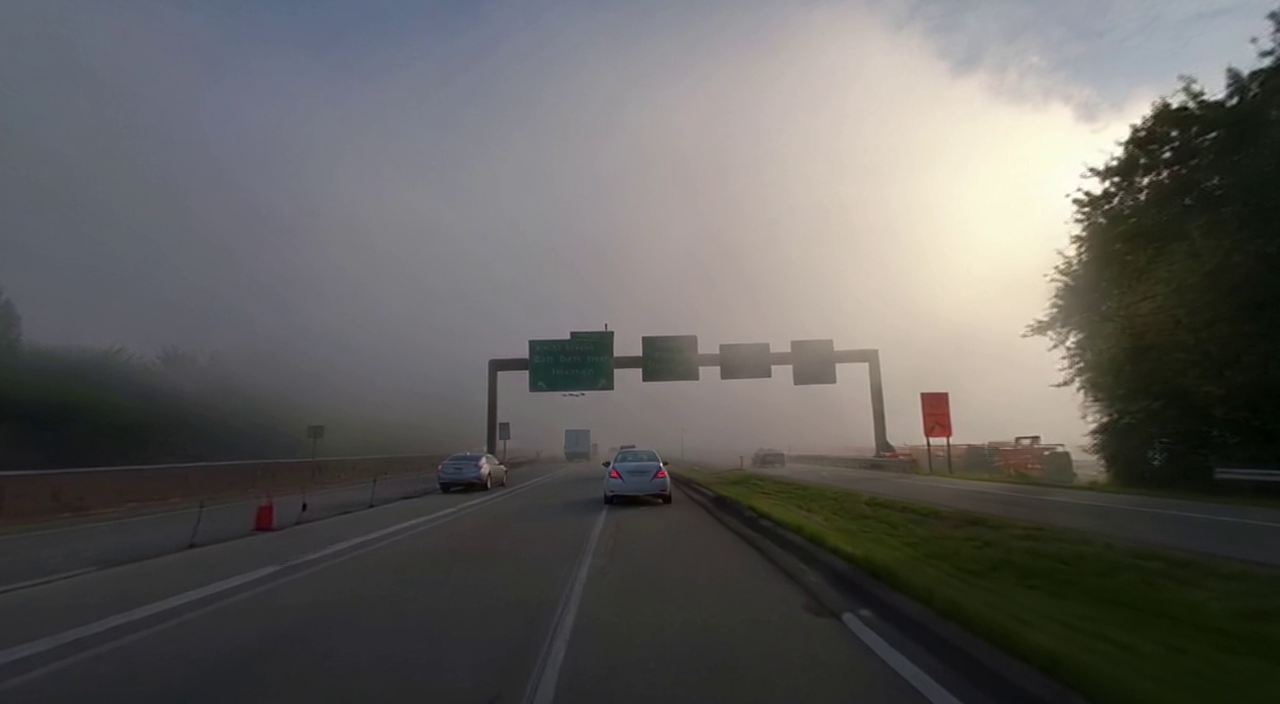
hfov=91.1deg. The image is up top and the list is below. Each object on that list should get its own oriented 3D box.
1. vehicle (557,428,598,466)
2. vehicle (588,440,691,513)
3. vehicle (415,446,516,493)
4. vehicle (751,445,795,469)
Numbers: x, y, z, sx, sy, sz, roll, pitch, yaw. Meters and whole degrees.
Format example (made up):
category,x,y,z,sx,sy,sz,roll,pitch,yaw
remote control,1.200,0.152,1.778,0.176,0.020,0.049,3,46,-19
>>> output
category,x,y,z,sx,sy,sz,roll,pitch,yaw
vehicle,-4.511,7.048,46.573,2.326,2.645,6.249,0,-9,1
vehicle,-0.050,2.807,14.614,2.080,1.451,3.512,0,-9,-1
vehicle,-5.706,3.885,21.158,2.063,1.417,4.000,-1,-9,3
vehicle,8.499,6.734,40.494,1.871,1.460,3.754,0,-9,-2
